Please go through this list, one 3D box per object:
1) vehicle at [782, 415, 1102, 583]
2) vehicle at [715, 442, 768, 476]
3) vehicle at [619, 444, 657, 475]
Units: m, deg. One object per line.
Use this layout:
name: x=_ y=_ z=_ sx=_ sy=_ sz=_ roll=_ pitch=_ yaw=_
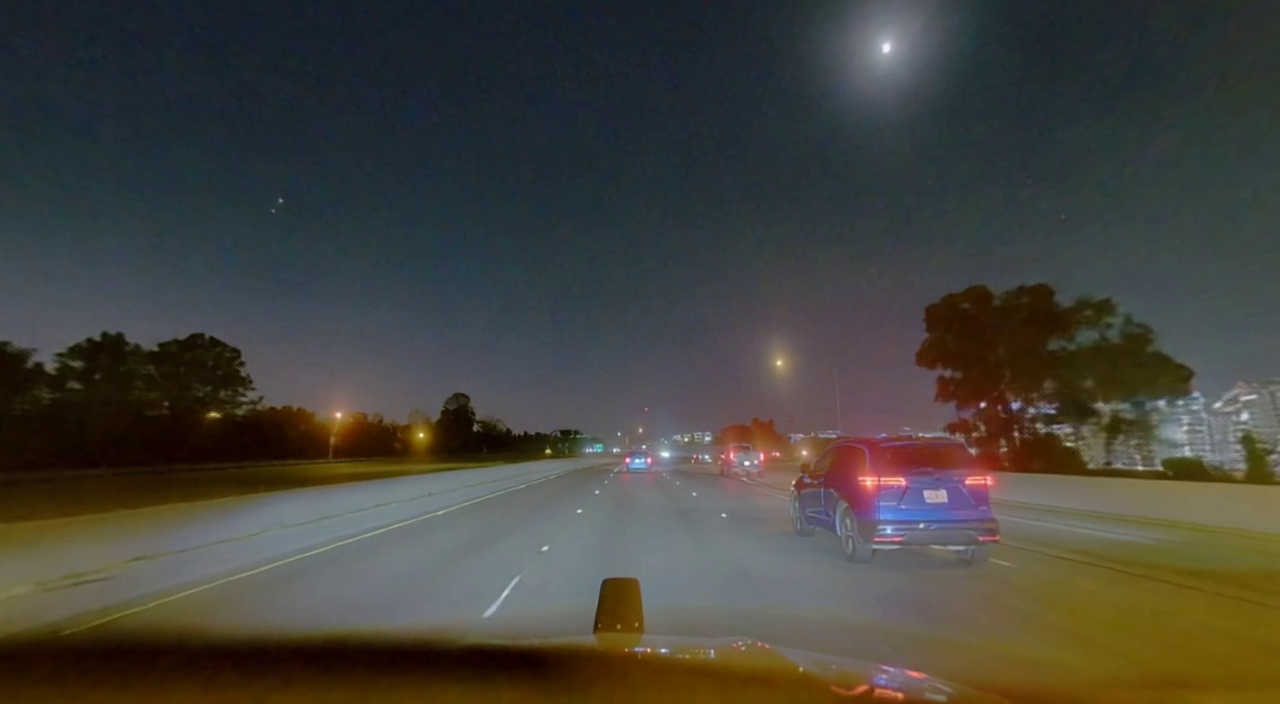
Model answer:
vehicle: x=3.515 y=1.791 z=8.528 sx=2.097 sy=1.659 sz=4.320 roll=0 pitch=-9 yaw=-1
vehicle: x=7.124 y=7.610 z=45.237 sx=2.526 sy=2.230 sz=6.190 roll=0 pitch=-9 yaw=-2
vehicle: x=-0.137 y=6.543 z=38.702 sx=2.181 sy=1.768 sz=4.383 roll=0 pitch=-9 yaw=-1
